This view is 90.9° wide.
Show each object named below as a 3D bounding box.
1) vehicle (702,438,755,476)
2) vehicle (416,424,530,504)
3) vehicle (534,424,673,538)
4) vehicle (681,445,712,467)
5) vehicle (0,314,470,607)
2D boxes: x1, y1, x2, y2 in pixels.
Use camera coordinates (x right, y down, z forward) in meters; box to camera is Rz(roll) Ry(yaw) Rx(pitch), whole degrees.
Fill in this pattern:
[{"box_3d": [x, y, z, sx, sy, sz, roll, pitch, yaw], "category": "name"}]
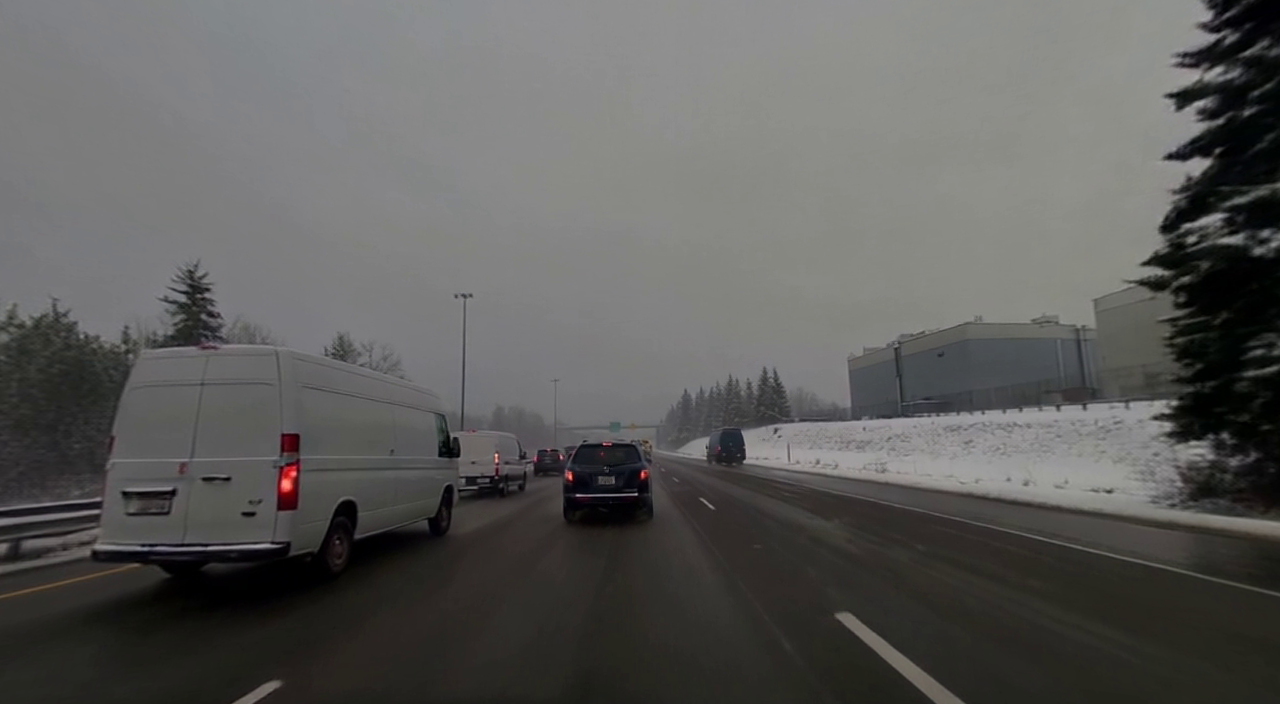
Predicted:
[{"box_3d": [4.370, 5.283, 31.782, 2.003, 1.754, 4.134, 0, -9, 0], "category": "vehicle"}, {"box_3d": [-4.574, 3.146, 18.040, 2.043, 1.987, 4.486, 0, -9, 0], "category": "vehicle"}, {"box_3d": [-0.573, 2.243, 11.480, 2.093, 1.695, 3.782, 0, -9, -1], "category": "vehicle"}, {"box_3d": [4.204, 7.803, 47.426, 1.874, 1.512, 3.723, 0, -9, -1], "category": "vehicle"}, {"box_3d": [-4.553, 1.470, 9.128, 2.248, 2.626, 6.837, 0, -9, 0], "category": "vehicle"}]
